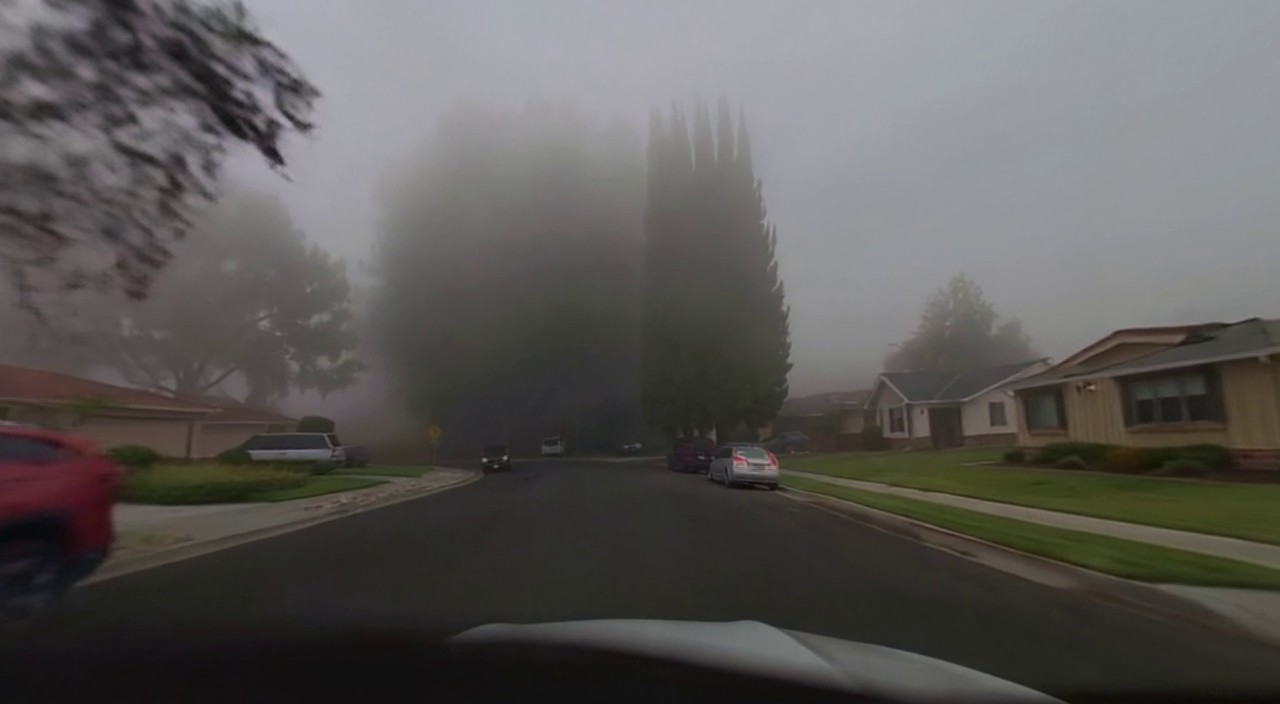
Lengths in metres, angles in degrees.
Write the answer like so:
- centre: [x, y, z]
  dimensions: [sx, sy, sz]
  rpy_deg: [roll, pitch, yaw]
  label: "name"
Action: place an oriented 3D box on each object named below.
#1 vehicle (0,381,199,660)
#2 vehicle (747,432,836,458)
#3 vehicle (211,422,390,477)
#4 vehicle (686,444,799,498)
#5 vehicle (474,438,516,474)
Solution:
- centre: [-5.375, 1.046, 3.735]
  dimensions: [2.215, 1.859, 4.765]
  rpy_deg: [1, -8, -3]
  label: "vehicle"
- centre: [9.154, 5.649, 38.285]
  dimensions: [4.940, 1.477, 2.015]
  rpy_deg: [3, -8, -21]
  label: "vehicle"
- centre: [-13.736, 3.988, 26.094]
  dimensions: [6.197, 1.824, 2.113]
  rpy_deg: [0, -9, -19]
  label: "vehicle"
- centre: [3.016, 3.631, 19.831]
  dimensions: [1.984, 1.437, 4.726]
  rpy_deg: [0, -8, -11]
  label: "vehicle"
- centre: [-8.242, 5.842, 35.734]
  dimensions: [1.976, 1.855, 4.299]
  rpy_deg: [3, -8, -16]
  label: "vehicle"
